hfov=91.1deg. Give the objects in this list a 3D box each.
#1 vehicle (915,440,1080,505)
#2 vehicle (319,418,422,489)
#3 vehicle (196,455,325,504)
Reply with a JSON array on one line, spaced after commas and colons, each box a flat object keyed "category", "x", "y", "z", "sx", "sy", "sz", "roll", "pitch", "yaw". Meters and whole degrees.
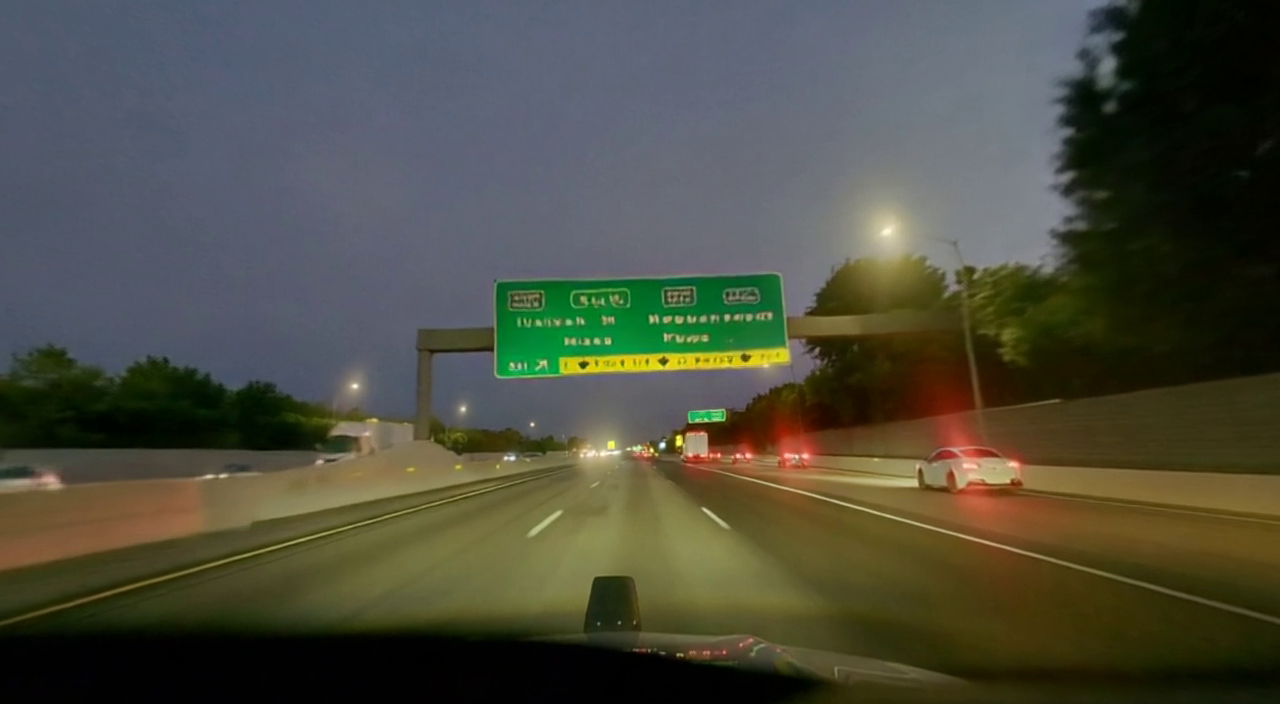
[{"category": "vehicle", "x": 10.143, "y": 3.442, "z": 18.397, "sx": 1.950, "sy": 1.632, "sz": 4.845, "roll": 0, "pitch": -9, "yaw": 0}, {"category": "vehicle", "x": -16.491, "y": 6.257, "z": 39.246, "sx": 3.138, "sy": 3.947, "sz": 7.349, "roll": 1, "pitch": -8, "yaw": -1}, {"category": "vehicle", "x": -12.937, "y": 4.341, "z": 21.779, "sx": 1.853, "sy": 1.456, "sz": 4.215, "roll": 0, "pitch": -9, "yaw": -1}]
